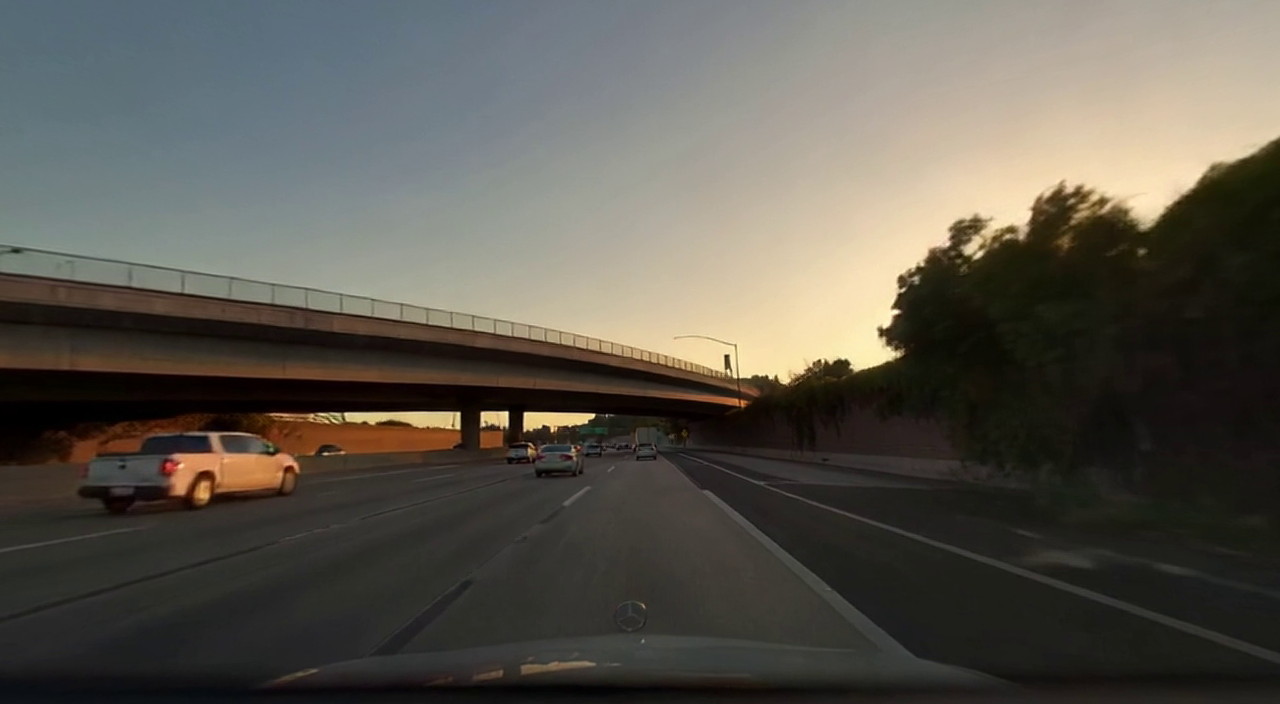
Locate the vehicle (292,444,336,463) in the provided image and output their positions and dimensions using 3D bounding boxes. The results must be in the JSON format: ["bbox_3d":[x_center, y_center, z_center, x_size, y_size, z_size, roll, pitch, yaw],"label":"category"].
[{"bbox_3d":[-25.264,7.844,48.963,1.534,1.418,3.461,-1,-8,1],"label":"vehicle"}]

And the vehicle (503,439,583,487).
[{"bbox_3d":[-3.197,3.743,21.630,2.056,1.480,4.022,0,-8,1],"label":"vehicle"}]

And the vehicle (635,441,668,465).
[{"bbox_3d":[0.726,6.633,41.561,2.073,1.480,4.343,0,-8,0],"label":"vehicle"}]

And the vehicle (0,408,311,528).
[{"bbox_3d":[-9.915,2.405,13.724,2.339,2.018,5.790,0,-8,0],"label":"vehicle"}]
